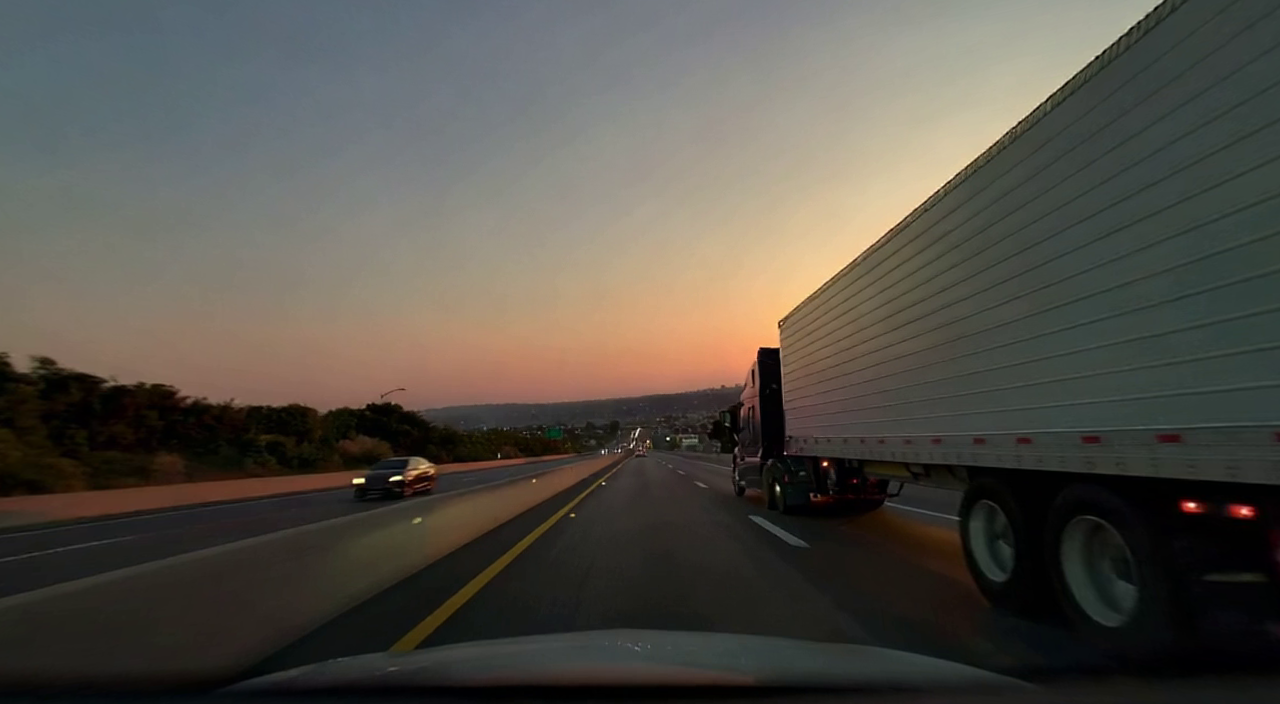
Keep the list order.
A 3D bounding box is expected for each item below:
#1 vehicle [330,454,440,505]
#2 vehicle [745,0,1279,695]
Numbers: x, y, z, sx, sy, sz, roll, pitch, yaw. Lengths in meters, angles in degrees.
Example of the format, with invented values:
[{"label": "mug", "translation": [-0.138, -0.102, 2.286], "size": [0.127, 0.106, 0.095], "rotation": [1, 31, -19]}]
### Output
[{"label": "vehicle", "translation": [-8.634, 4.330, 21.852], "size": [1.928, 1.510, 4.485], "rotation": [0, -9, 0]}, {"label": "vehicle", "translation": [4.291, 0.767, 9.998], "size": [2.937, 4.082, 12.918], "rotation": [0, -9, 0]}]
